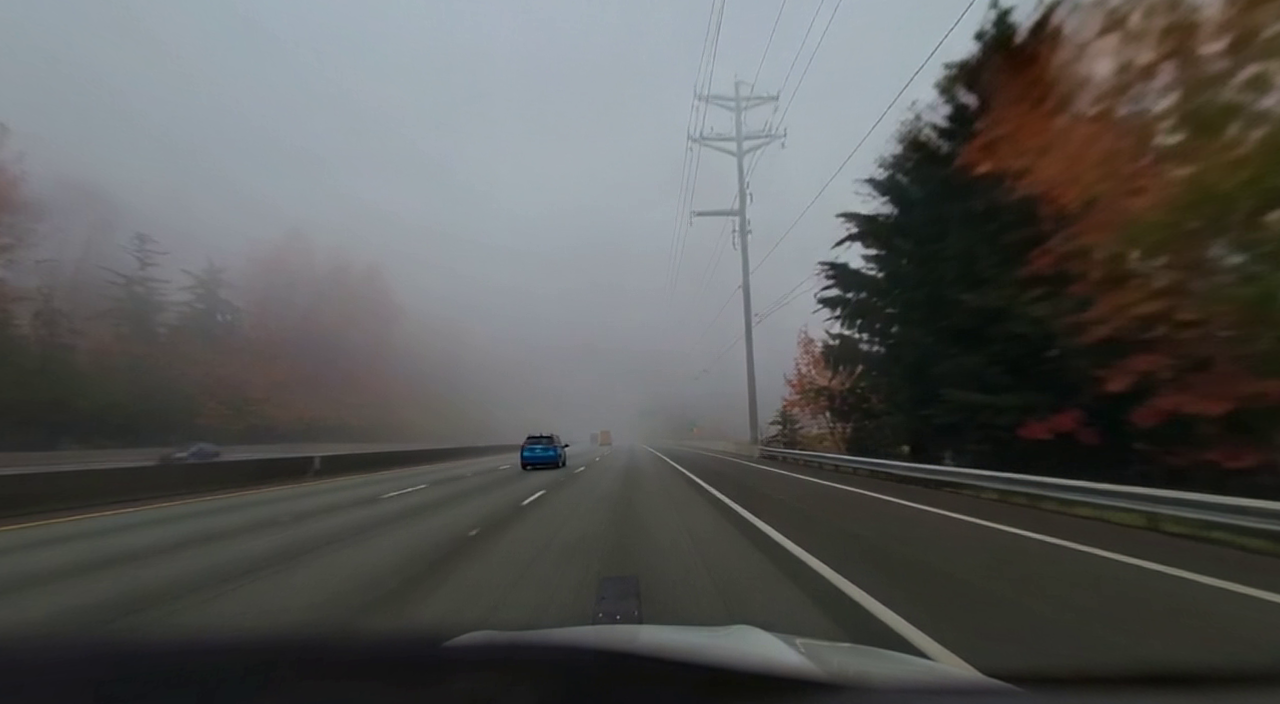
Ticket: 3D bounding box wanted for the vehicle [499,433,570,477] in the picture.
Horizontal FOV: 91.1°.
[{"bbox_3d":[-3.911,3.862,24.009,2.025,1.475,4.379,0,-8,-1],"label":"vehicle"}]
